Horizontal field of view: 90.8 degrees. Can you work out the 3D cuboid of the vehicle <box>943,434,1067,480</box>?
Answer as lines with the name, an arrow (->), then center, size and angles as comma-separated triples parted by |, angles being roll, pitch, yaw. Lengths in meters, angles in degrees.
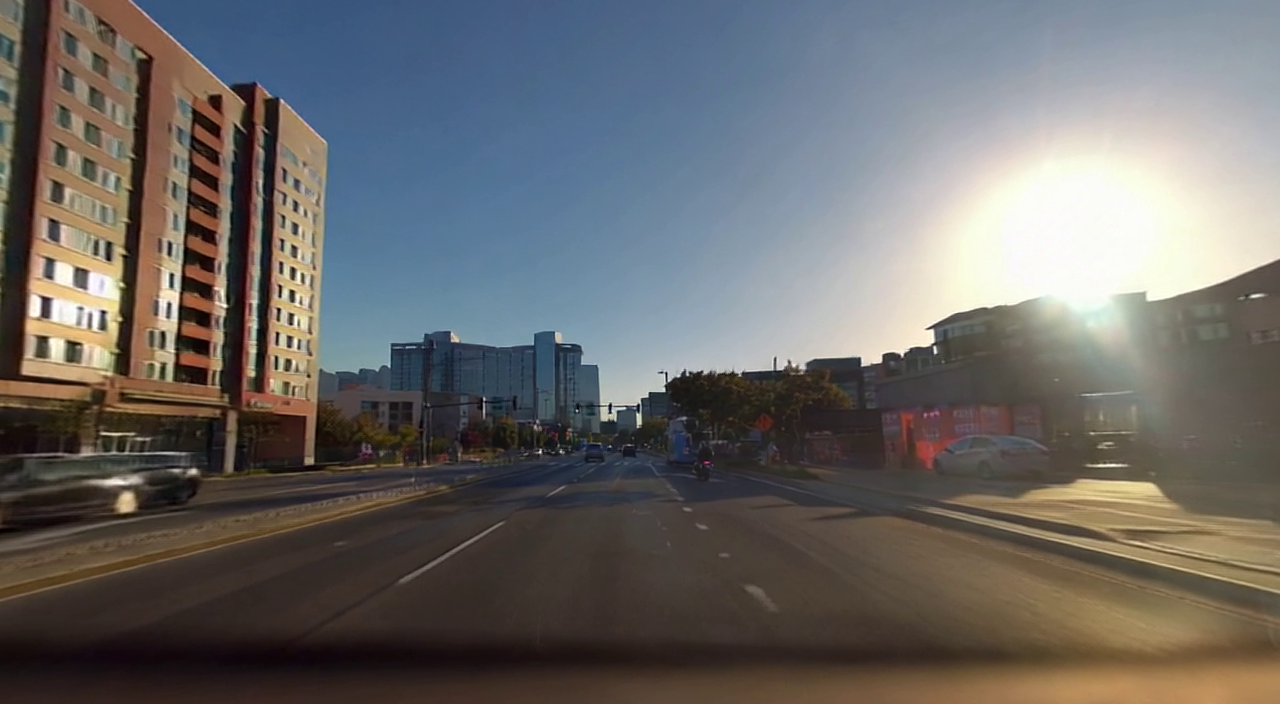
vehicle -> 14.370, 4.160, 25.248 | 1.975, 1.648, 4.451 | 1, -9, -5

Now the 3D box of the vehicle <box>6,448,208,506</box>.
vehicle -> -15.344, 3.576, 18.632 | 2.019, 1.471, 4.513 | 0, -9, 0

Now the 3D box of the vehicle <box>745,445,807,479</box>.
vehicle -> 6.244, 5.095, 29.499 | 1.795, 1.459, 4.333 | 0, -9, -2

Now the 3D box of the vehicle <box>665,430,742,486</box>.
vehicle -> 2.127, 3.790, 22.860 | 2.130, 1.787, 5.126 | 0, -9, -1

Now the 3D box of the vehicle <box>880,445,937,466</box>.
vehicle -> 19.513, 7.518, 46.072 | 1.780, 1.474, 4.533 | 1, -8, -6
